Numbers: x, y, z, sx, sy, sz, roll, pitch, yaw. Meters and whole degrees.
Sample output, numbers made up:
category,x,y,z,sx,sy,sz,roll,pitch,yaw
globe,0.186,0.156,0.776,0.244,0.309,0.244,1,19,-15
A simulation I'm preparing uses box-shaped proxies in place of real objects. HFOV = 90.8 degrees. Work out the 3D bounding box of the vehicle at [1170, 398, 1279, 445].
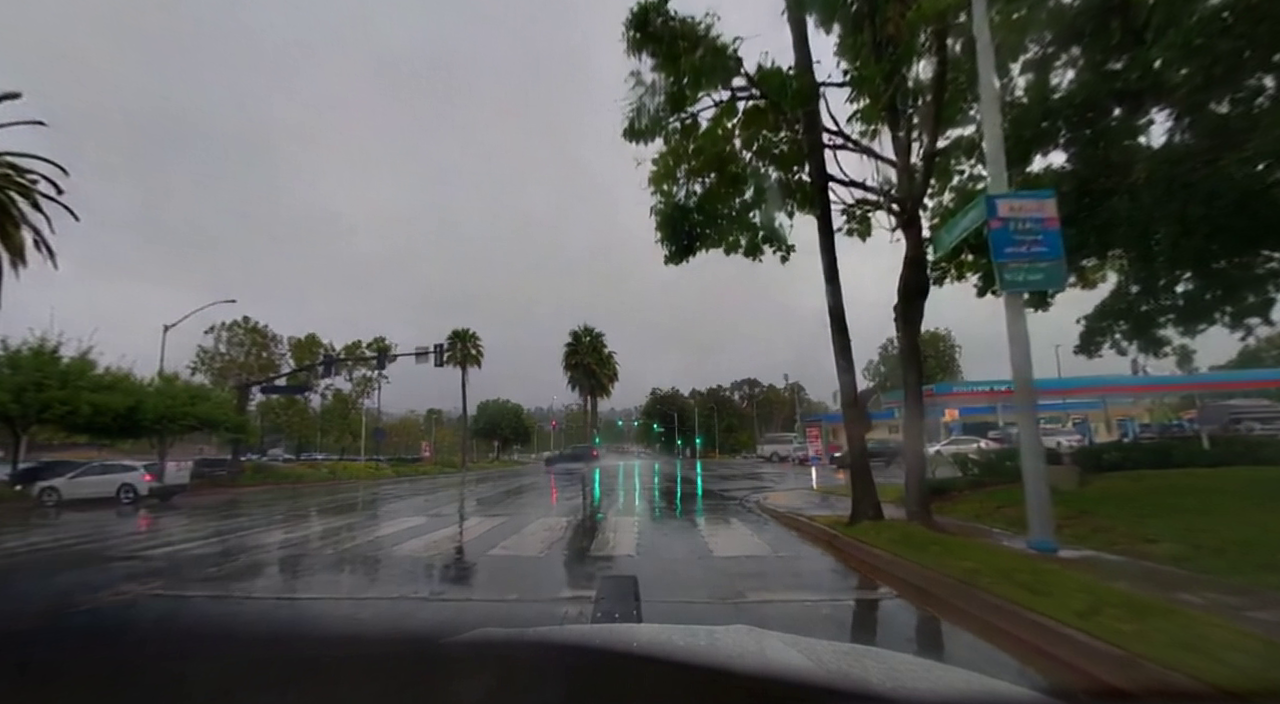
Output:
category,x,y,z,sx,sy,sz,roll,pitch,yaw
vehicle,42.831,4.901,44.401,8.366,3.165,2.720,0,-8,1

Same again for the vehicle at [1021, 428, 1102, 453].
category,x,y,z,sx,sy,sz,roll,pitch,yaw
vehicle,30.351,6.404,45.584,4.286,1.519,2.070,-2,-9,-2

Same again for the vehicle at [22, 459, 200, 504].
category,x,y,z,sx,sy,sz,roll,pitch,yaw
vehicle,-19.419,4.749,23.370,4.758,1.542,1.941,0,-9,-2

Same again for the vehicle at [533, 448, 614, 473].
category,x,y,z,sx,sy,sz,roll,pitch,yaw
vehicle,-4.159,6.839,40.127,4.763,1.496,1.920,6,-10,-34

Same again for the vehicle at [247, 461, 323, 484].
category,x,y,z,sx,sy,sz,roll,pitch,yaw
vehicle,-25.609,8.730,45.672,4.407,1.565,1.861,0,-9,3
